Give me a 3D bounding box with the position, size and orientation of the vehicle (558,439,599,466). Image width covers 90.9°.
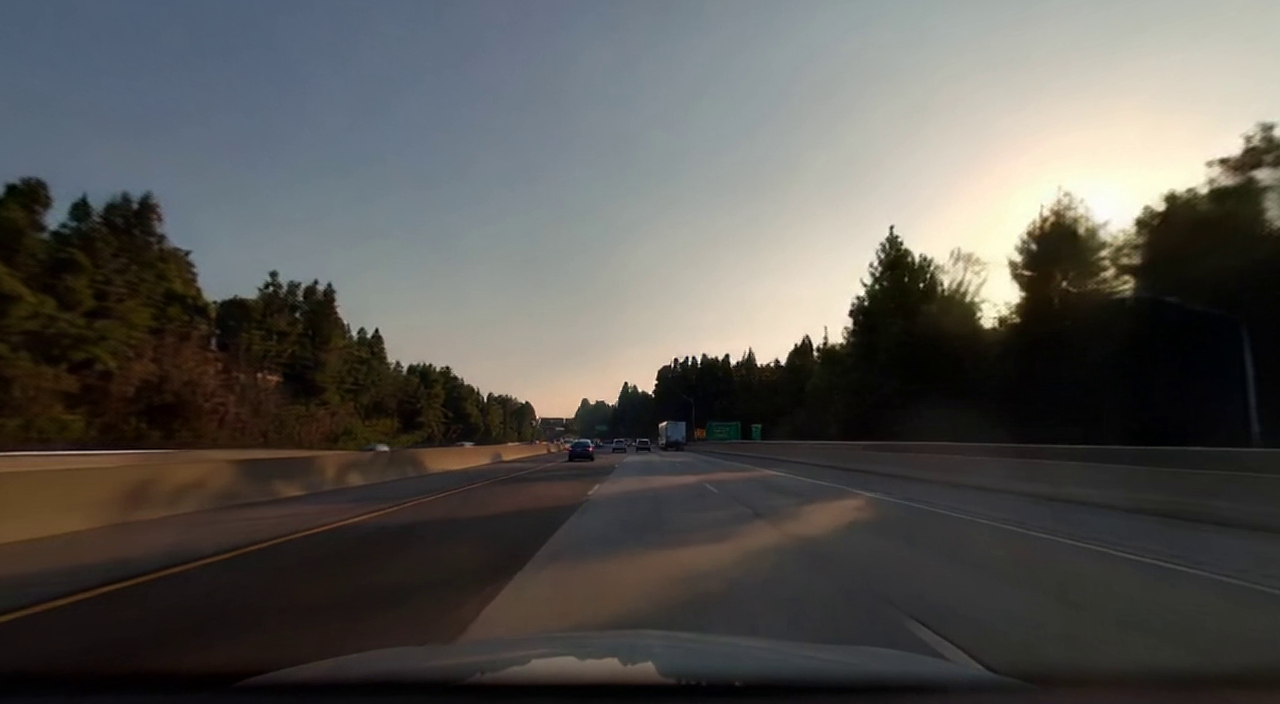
[{"bbox_3d":[-3.646,6.062,38.116,2.025,1.571,3.662,-1,-9,1],"label":"vehicle"}]
